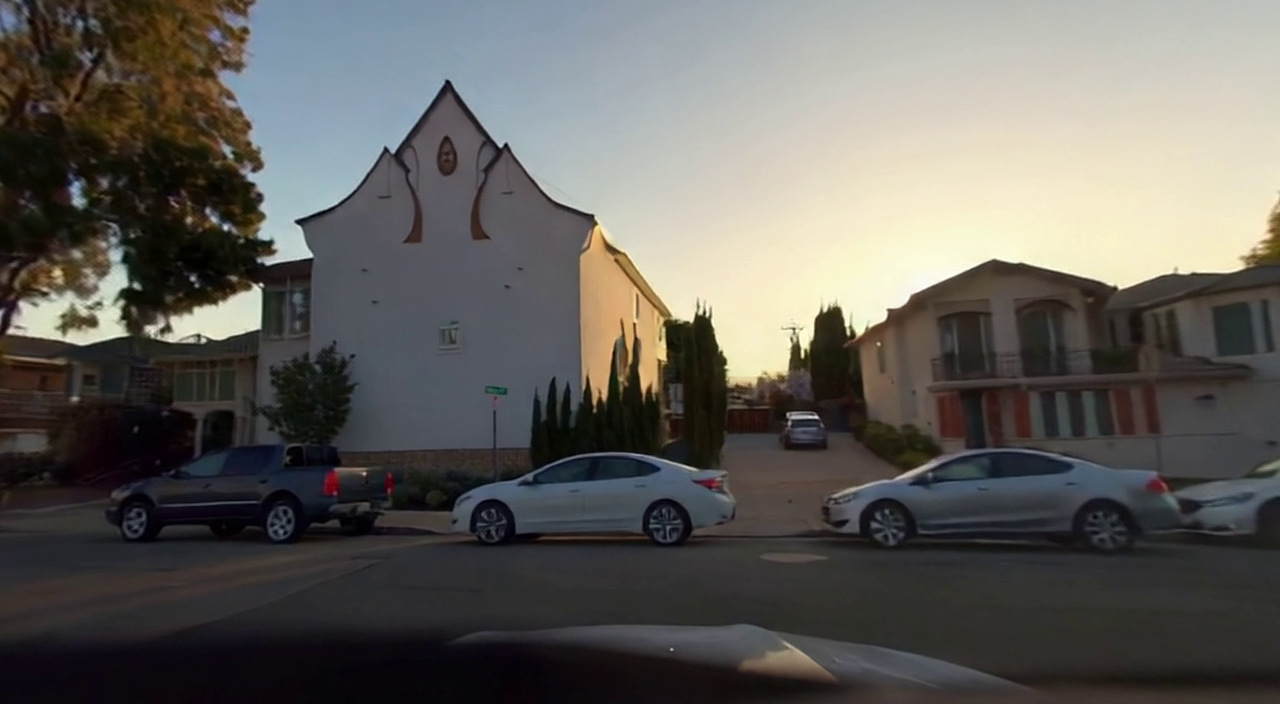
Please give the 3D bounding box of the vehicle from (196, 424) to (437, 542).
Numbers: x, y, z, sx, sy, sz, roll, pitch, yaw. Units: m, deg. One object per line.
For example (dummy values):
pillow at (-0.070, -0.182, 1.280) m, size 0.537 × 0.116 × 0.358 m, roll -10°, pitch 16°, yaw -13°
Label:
vehicle at (-6.299, 2.542, 13.079) m, size 2.046 × 1.969 × 4.585 m, roll -2°, pitch -8°, yaw 9°

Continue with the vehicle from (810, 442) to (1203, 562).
vehicle at (5.051, 2.110, 9.387) m, size 4.663 × 1.452 × 1.801 m, roll 0°, pitch -8°, yaw 9°

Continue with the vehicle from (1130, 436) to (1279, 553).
vehicle at (10.173, 1.987, 8.923) m, size 4.785 × 1.471 × 1.798 m, roll 0°, pitch -8°, yaw 4°

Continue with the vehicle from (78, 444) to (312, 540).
vehicle at (-9.120, 2.823, 13.429) m, size 1.827 × 1.648 × 4.030 m, roll -1°, pitch -8°, yaw 4°

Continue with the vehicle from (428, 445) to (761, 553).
vehicle at (-0.627, 2.311, 10.388) m, size 5.075 × 1.436 × 1.863 m, roll 0°, pitch -8°, yaw 8°

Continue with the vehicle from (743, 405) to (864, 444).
vehicle at (6.579, 2.972, 25.795) m, size 4.565 × 1.479 × 1.775 m, roll 0°, pitch -8°, yaw 7°
